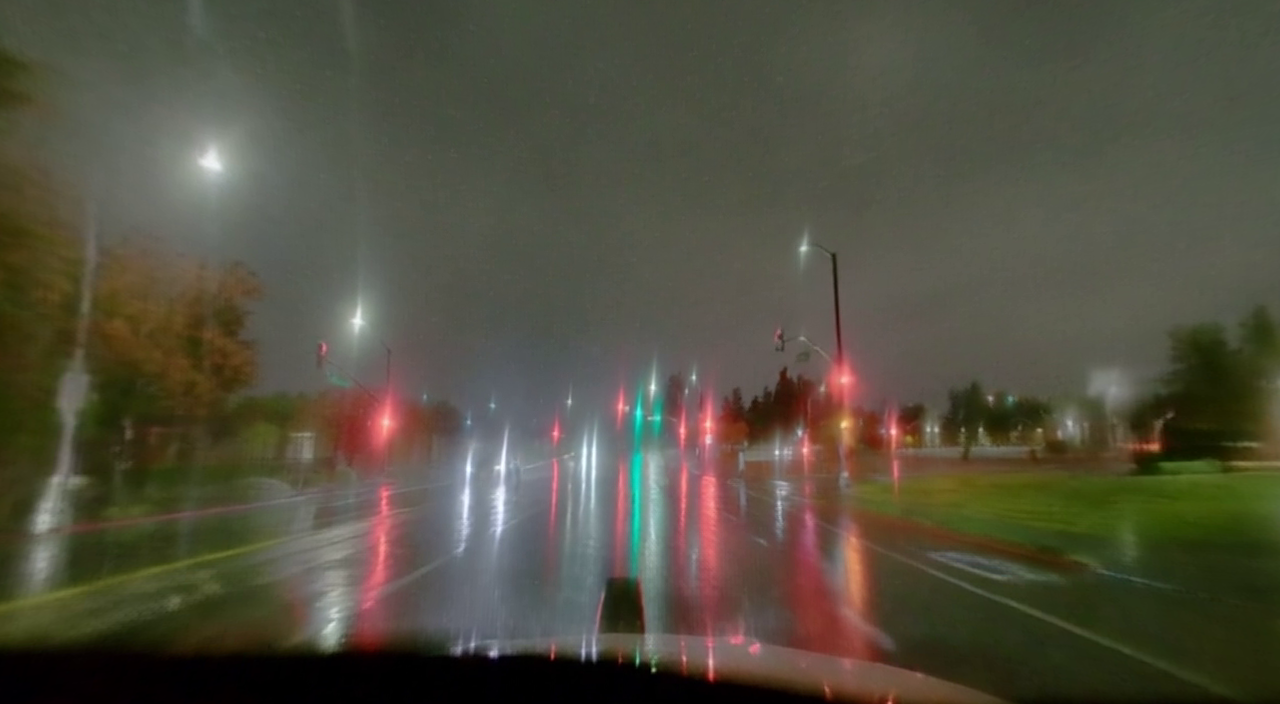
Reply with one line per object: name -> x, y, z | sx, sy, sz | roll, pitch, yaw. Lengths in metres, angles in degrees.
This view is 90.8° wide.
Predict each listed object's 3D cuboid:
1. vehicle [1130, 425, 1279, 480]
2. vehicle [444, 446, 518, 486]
vehicle -> 18.704, 3.176, 20.190 | 1.938, 1.511, 4.994 | 0, -8, -2
vehicle -> -7.703, 5.572, 31.189 | 2.262, 1.761, 4.966 | 0, -8, 1
